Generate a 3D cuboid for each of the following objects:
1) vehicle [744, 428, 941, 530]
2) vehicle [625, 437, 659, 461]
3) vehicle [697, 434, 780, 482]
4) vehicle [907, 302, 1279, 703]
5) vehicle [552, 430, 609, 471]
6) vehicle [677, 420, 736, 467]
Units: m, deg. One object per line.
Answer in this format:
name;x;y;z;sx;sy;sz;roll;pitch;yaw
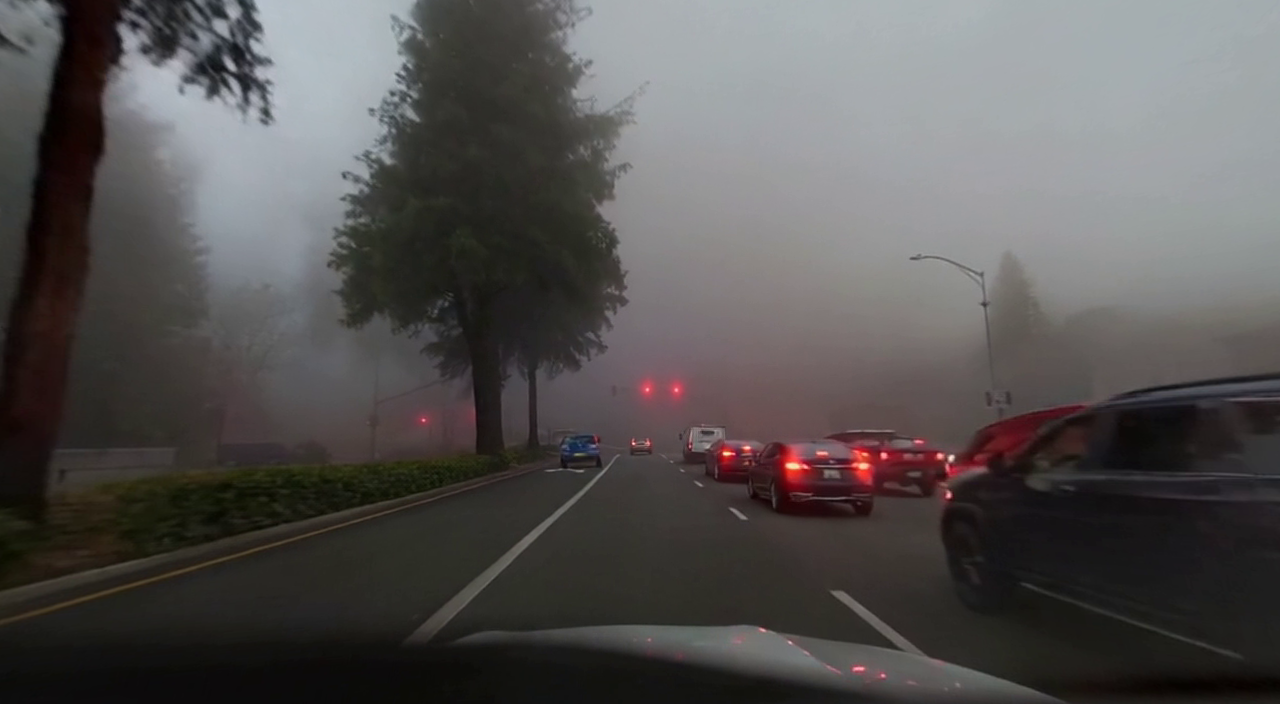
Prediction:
vehicle;3.245;2.131;11.185;2.009;1.436;4.258;0;-8;-1
vehicle;0.146;6.329;41.324;2.120;1.428;3.890;0;-8;1
vehicle;3.183;3.529;21.261;2.080;1.445;4.096;0;-8;-1
vehicle;3.287;0.834;3.071;1.985;1.772;4.479;0;-8;0
vehicle;-2.591;4.449;28.629;2.083;1.691;4.398;0;-8;1
vehicle;3.281;4.722;32.542;2.337;2.144;5.976;0;-8;0
